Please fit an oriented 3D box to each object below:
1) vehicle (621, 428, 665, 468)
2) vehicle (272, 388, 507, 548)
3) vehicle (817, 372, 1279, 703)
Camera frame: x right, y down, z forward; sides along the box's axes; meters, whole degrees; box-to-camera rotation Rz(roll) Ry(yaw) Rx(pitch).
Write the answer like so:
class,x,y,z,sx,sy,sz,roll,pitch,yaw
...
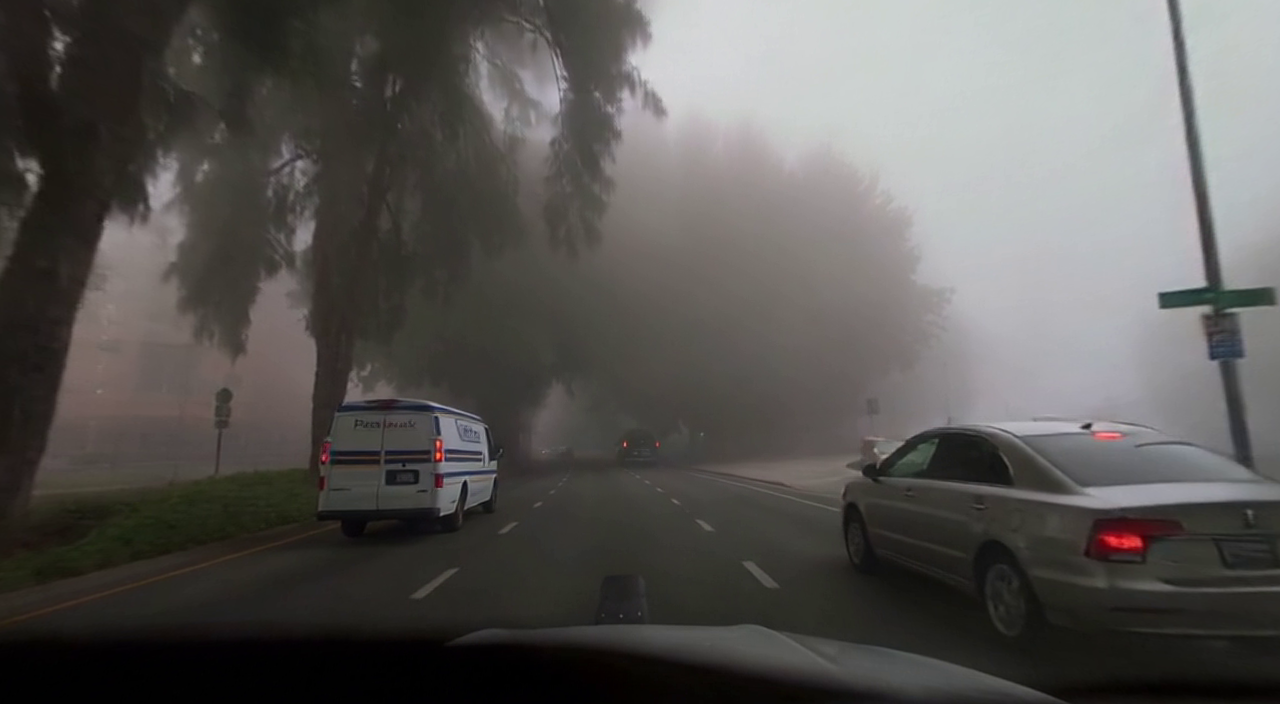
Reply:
class,x,y,z,sx,sy,sz,roll,pitch,yaw
vehicle,0.129,6.675,44.088,2.397,2.566,5.324,1,-9,-6
vehicle,-3.974,1.958,11.171,2.420,2.227,4.499,0,-9,-2
vehicle,3.252,1.265,5.163,2.087,1.658,4.612,0,-9,-2
